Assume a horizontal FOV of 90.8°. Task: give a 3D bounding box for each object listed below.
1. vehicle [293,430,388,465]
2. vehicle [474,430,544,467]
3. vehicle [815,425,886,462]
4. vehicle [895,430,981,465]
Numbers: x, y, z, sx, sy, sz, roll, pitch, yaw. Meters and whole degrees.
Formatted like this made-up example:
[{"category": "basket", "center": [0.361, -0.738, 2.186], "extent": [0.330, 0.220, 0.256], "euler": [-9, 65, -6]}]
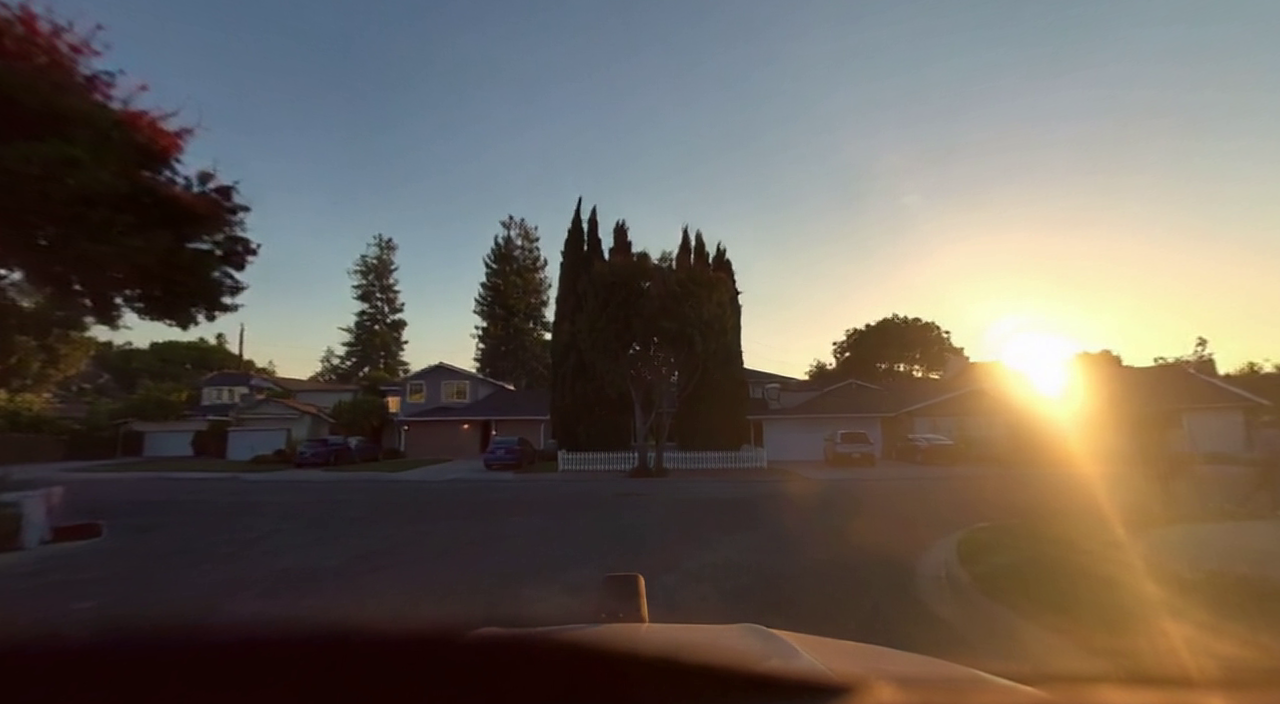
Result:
[{"category": "vehicle", "center": [-15.661, 5.043, 33.305], "extent": [1.942, 1.700, 4.478], "euler": [-2, -9, 16]}, {"category": "vehicle", "center": [-6.303, 4.724, 30.985], "extent": [1.942, 1.651, 4.655], "euler": [-1, -9, 6]}, {"category": "vehicle", "center": [10.472, 4.623, 31.752], "extent": [1.937, 1.731, 4.179], "euler": [1, -9, -3]}, {"category": "vehicle", "center": [14.418, 4.674, 30.865], "extent": [1.873, 1.556, 4.216], "euler": [1, -9, -4]}]
